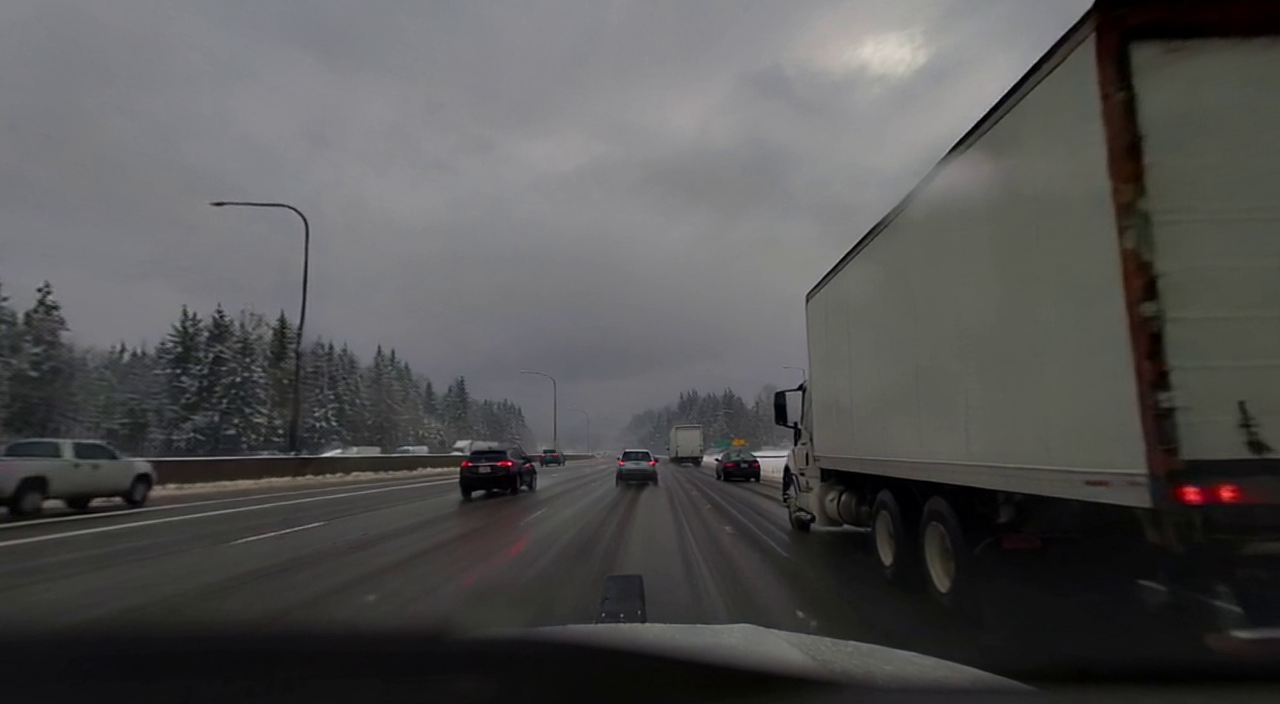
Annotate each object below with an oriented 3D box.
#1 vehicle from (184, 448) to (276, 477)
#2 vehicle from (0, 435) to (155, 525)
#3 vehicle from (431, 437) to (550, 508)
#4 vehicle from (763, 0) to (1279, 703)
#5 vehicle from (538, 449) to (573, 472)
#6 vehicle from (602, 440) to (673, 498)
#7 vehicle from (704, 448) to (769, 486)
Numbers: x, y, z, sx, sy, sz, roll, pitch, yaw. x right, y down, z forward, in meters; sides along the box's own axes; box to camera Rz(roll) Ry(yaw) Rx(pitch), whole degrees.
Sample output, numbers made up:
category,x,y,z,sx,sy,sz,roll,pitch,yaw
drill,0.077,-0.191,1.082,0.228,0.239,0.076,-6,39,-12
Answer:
category,x,y,z,sx,sy,sz,roll,pitch,yaw
vehicle,-26.477,7.118,41.085,2.207,1.712,5.297,-1,-9,3
vehicle,-13.610,2.769,14.058,1.946,1.773,4.446,0,-9,2
vehicle,-3.945,3.259,17.624,1.988,1.696,4.754,0,-9,2
vehicle,3.738,0.662,7.099,2.836,3.508,8.723,0,-9,0
vehicle,-6.364,8.239,48.058,1.958,1.633,4.568,0,-9,2
vehicle,-0.021,3.831,21.145,2.103,1.717,4.399,0,-9,1
vehicle,4.187,5.059,28.182,2.146,1.482,4.665,0,-9,0
